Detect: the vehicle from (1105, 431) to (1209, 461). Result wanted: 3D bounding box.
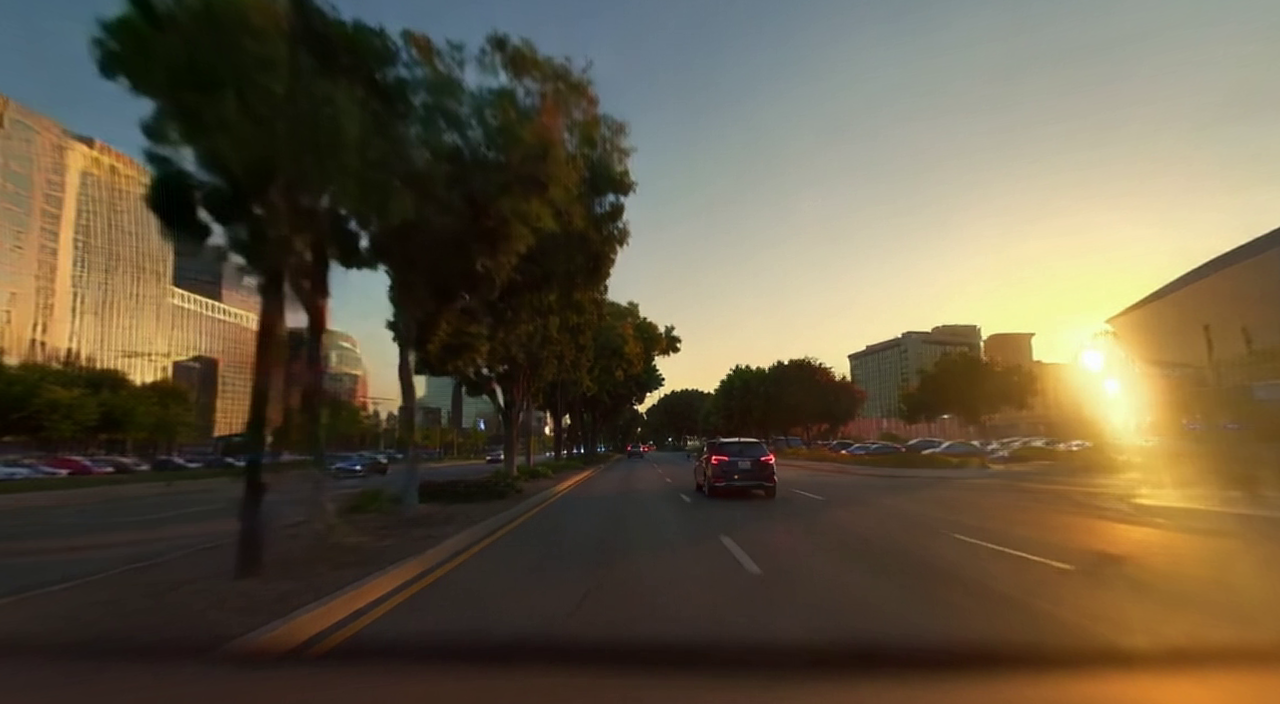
[{"bbox_3d":[32.585,5.949,39.904,4.671,1.618,1.998,-2,-9,1],"label":"vehicle"}]

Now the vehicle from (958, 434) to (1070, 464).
[{"bbox_3d":[19.578,5.120,33.211,4.584,1.503,1.942,0,-9,1],"label":"vehicle"}]

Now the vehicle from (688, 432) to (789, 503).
[{"bbox_3d":[2.529,3.082,17.279,1.963,1.677,4.229,0,-9,-1],"label":"vehicle"}]

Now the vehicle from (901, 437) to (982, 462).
[{"bbox_3d":[19.597,6.373,41.166,4.227,1.567,2.034,0,-9,1],"label":"vehicle"}]

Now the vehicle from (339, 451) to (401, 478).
[{"bbox_3d":[-16.528,6.891,38.917,1.927,1.492,4.347,0,-9,0],"label":"vehicle"}]

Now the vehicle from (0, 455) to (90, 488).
[{"bbox_3d":[-29.943,5.762,30.587,4.671,1.472,2.076,0,-9,2],"label":"vehicle"}]

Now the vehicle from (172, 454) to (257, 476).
[{"bbox_3d":[-29.406,7.798,43.765,4.340,1.422,1.976,1,-9,-5],"label":"vehicle"}]
